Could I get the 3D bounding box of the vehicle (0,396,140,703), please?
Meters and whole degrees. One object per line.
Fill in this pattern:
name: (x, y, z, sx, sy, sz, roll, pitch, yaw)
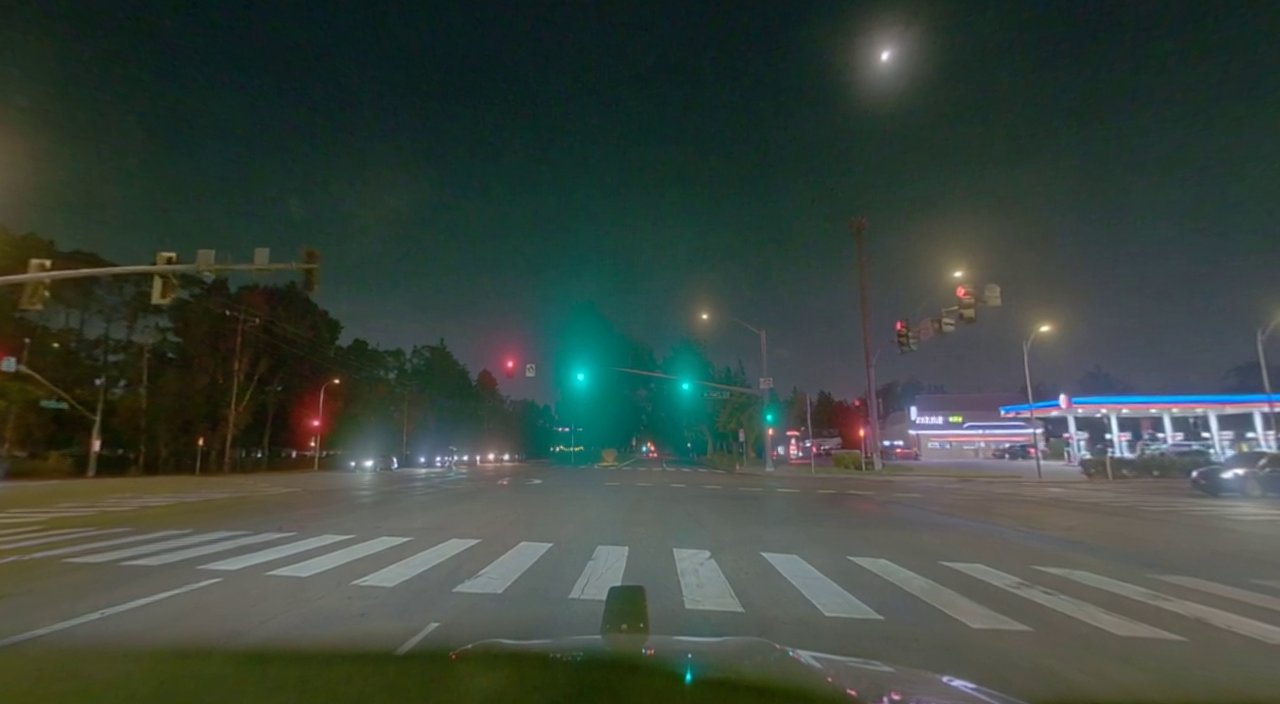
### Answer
vehicle: (-3.053, 0.621, 0.168, 2.041, 1.483, 4.533, 0, -8, 1)
